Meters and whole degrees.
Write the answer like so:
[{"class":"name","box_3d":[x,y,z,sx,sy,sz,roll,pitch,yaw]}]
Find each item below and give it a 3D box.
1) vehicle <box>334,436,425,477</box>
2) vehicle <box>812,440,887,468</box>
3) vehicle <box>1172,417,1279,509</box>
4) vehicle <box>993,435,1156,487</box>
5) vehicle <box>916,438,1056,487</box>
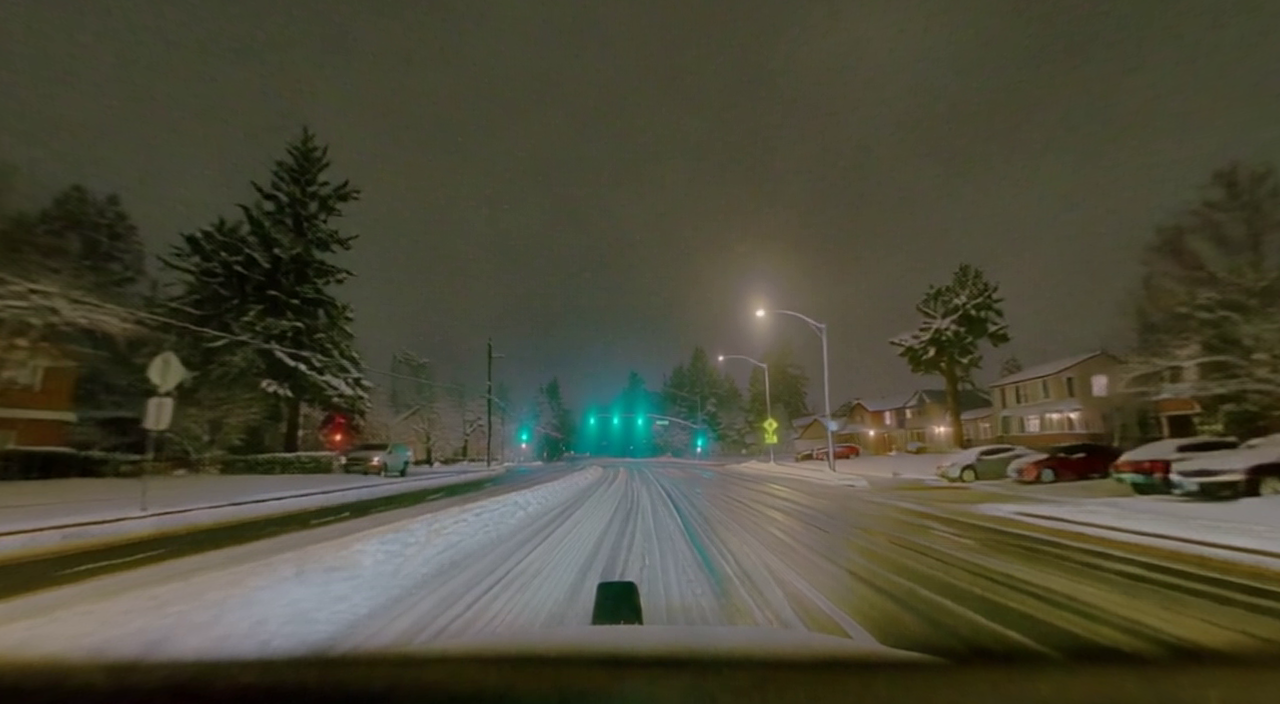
[{"class":"vehicle","box_3d":[-15.577,6.270,38.301,2.653,2.232,6.273,0,-8,2]},{"class":"vehicle","box_3d":[15.326,7.451,46.375,4.739,1.667,1.998,-4,-7,0]},{"class":"vehicle","box_3d":[14.965,2.376,13.755,4.854,1.803,2.179,0,-9,-4]},{"class":"vehicle","box_3d":[15.202,3.808,22.311,4.234,1.491,1.940,-4,-7,0]},{"class":"vehicle","box_3d":[14.005,4.466,25.776,4.466,1.578,1.968,-4,-7,-1]}]
